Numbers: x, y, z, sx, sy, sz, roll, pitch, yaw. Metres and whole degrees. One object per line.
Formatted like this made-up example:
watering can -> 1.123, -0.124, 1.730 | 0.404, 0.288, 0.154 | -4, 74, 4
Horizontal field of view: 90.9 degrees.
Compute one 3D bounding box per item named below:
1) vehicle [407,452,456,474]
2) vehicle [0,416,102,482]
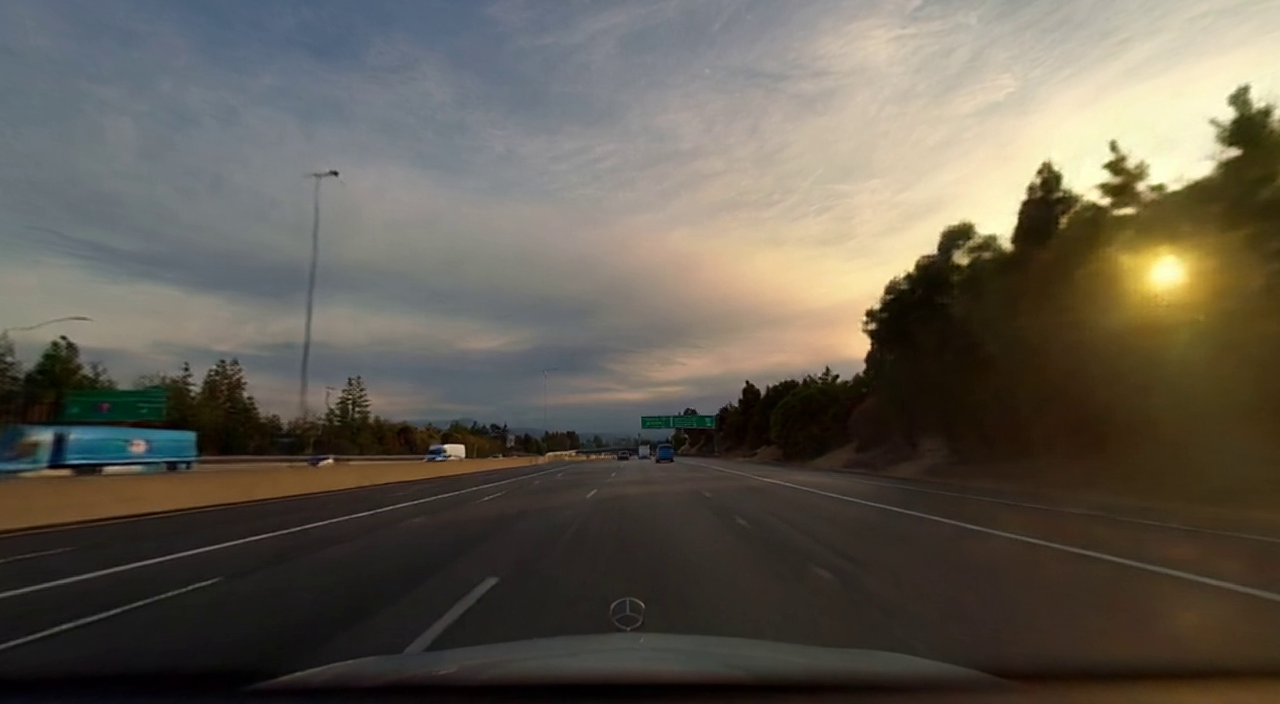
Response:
vehicle -> -15.214, 8.104, 46.221 | 1.903, 1.486, 4.666 | 0, -9, 1
vehicle -> -39.515, 6.301, 40.979 | 3.163, 3.960, 6.362 | 0, -9, -1
